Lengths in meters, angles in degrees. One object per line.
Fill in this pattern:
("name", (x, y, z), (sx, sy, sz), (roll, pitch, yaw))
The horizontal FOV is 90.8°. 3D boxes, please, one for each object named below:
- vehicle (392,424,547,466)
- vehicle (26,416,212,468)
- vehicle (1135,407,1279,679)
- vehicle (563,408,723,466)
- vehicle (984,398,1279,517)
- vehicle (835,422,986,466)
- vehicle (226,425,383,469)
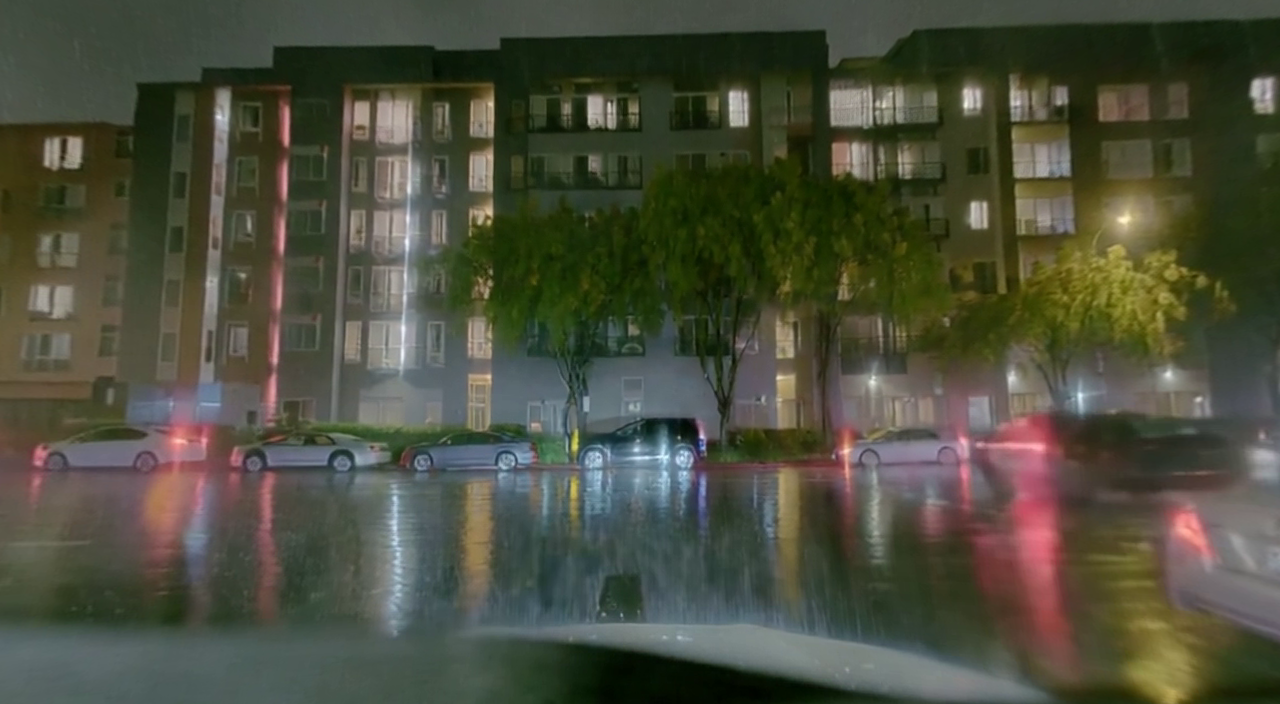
("vehicle", (-5.768, 3.249, 21.851), (4.851, 1.339, 1.785), (0, -11, -3))
("vehicle", (-17.518, 3.068, 21.447), (4.426, 1.641, 1.889), (1, -9, -5))
("vehicle", (5.861, 1.045, 3.409), (4.714, 1.471, 1.978), (0, -4, 1))
("vehicle", (0.030, 3.013, 22.037), (5.299, 1.860, 2.098), (1, -10, -5))
("vehicle", (7.915, 1.513, 9.173), (4.609, 1.508, 2.039), (0, -9, 1))
("vehicle", (9.421, 3.216, 22.252), (4.521, 1.411, 1.726), (0, -7, -4))
("vehicle", (-11.411, 3.265, 21.734), (4.336, 1.438, 1.776), (1, -9, -3))
